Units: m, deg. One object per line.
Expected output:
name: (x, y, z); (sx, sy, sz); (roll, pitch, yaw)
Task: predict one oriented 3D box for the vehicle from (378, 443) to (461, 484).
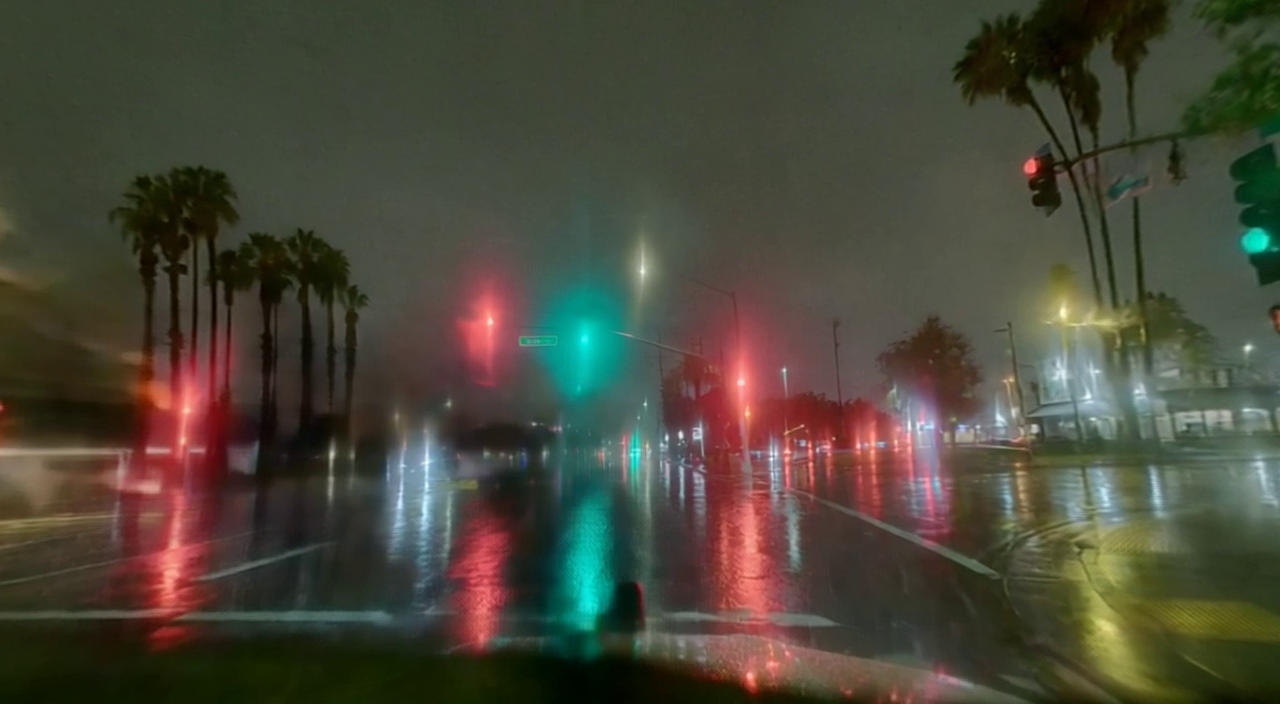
vehicle: (-10.751, 5.457, 31.172); (2.270, 1.833, 4.860); (0, -9, 1)
